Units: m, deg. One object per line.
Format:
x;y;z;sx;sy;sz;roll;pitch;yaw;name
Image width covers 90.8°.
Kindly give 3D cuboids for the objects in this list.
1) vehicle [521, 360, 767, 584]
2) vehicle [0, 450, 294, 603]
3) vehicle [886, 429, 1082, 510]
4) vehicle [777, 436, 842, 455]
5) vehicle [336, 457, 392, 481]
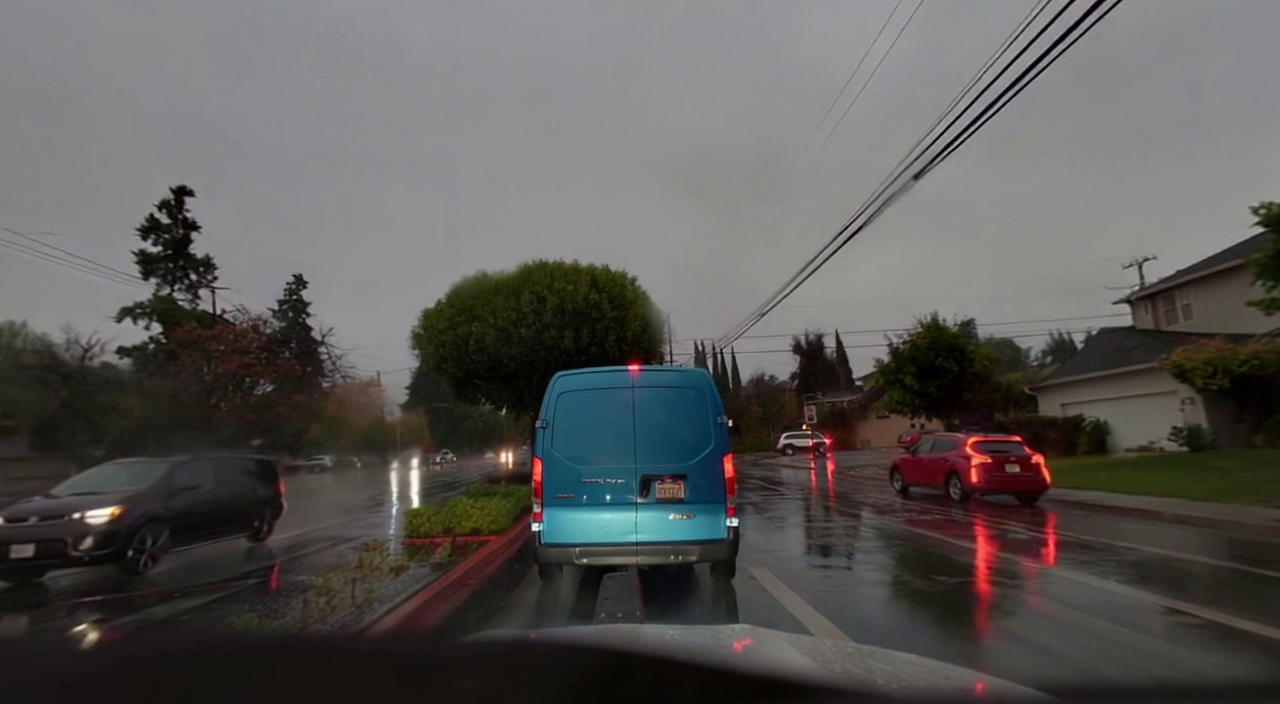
0.035;1.502;8.539;2.342;2.142;4.809;0;-9;0;vehicle
-7.472;2.372;9.603;1.997;1.724;4.417;0;-9;-2;vehicle
7.358;2.547;14.127;1.883;1.504;4.220;0;-9;-2;vehicle
13.135;7.287;49.180;4.483;1.463;1.805;0;-9;-1;vehicle
-18.316;7.781;42.115;1.816;1.445;4.120;0;-9;1;vehicle
